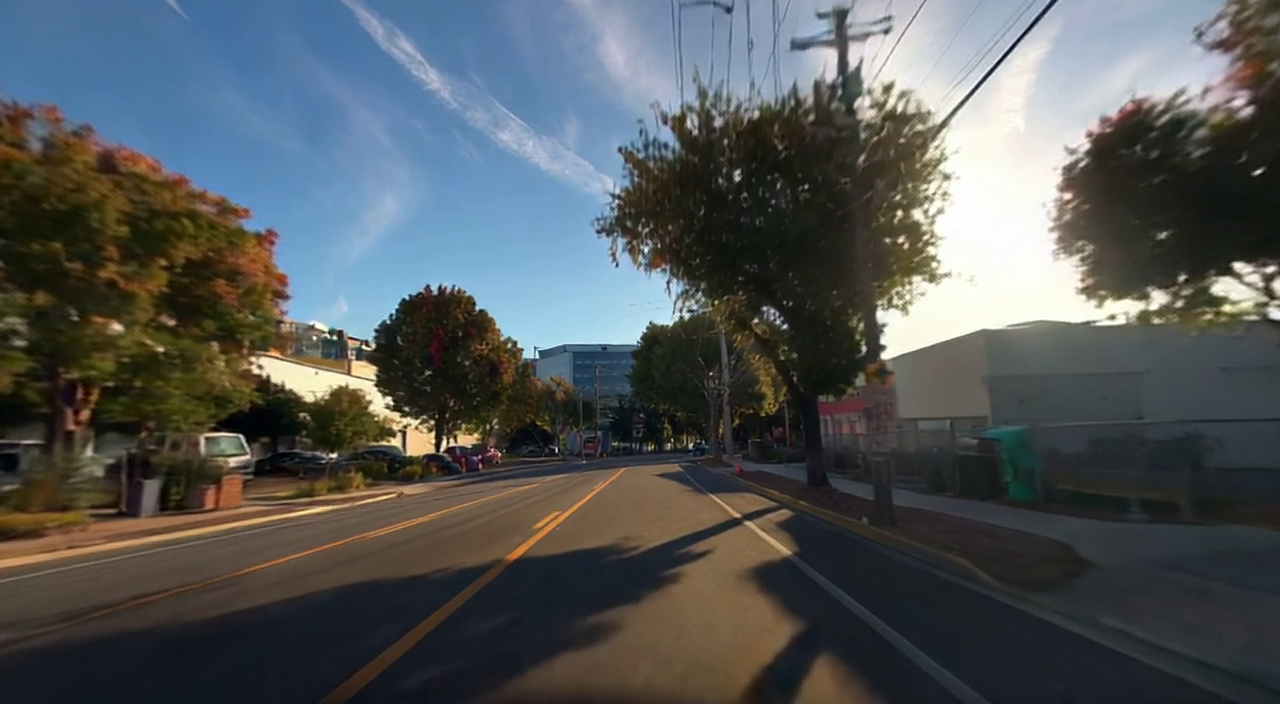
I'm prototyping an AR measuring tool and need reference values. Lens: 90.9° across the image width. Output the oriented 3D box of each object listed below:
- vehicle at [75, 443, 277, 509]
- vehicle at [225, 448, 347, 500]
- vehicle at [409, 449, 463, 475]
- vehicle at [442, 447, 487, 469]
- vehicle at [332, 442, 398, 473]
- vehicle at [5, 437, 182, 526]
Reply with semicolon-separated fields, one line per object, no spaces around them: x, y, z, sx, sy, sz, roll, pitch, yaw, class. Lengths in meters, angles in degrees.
-14.255;3.799;19.979;1.949;1.735;5.568;-1;-8;3;vehicle
-14.263;4.908;25.881;2.053;1.772;5.189;-3;-9;0;vehicle
-13.969;7.531;43.441;2.122;1.440;4.601;-4;-8;0;vehicle
-13.584;8.205;49.009;2.070;1.577;4.652;0;-9;2;vehicle
-19.176;7.369;44.285;2.099;2.038;5.624;0;-9;0;vehicle
-16.820;3.919;19.699;1.972;1.891;3.936;2;0;2;vehicle
